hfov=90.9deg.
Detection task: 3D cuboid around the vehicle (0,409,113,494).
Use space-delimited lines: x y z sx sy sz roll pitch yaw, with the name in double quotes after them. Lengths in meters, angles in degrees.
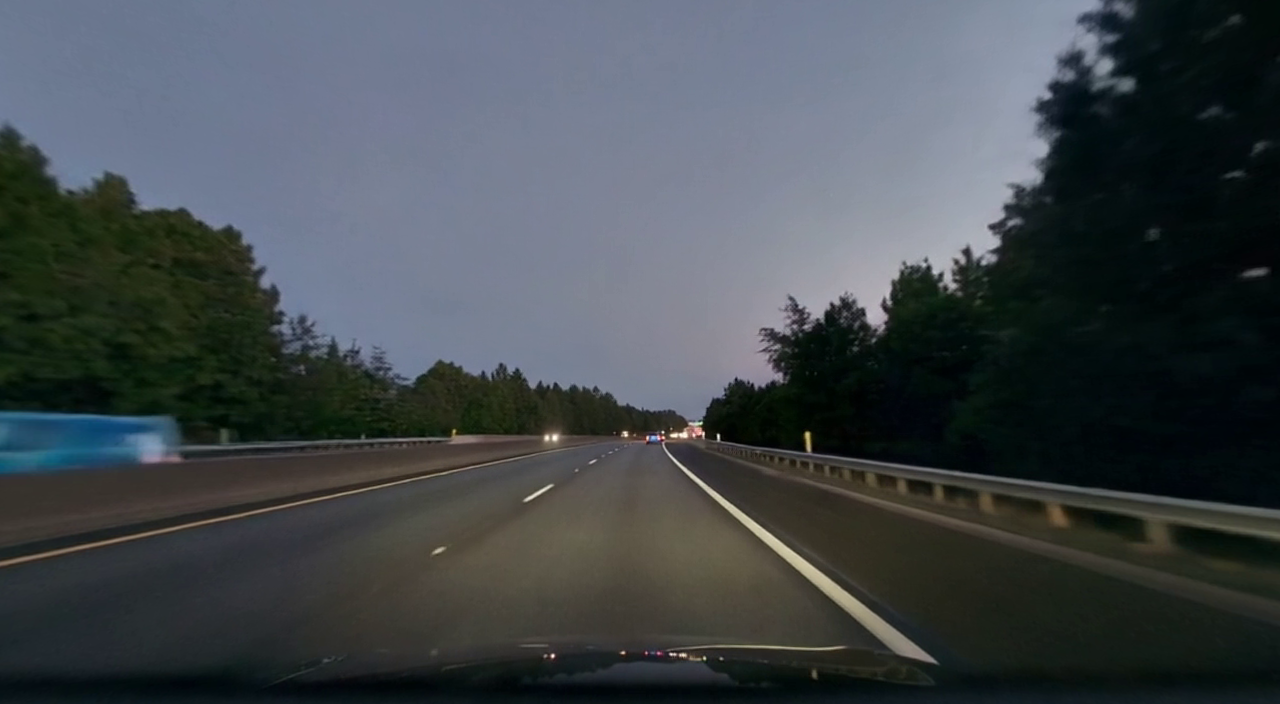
-15.241 2.258 14.330 2.120 1.862 5.124 0 -8 -1 "vehicle"
